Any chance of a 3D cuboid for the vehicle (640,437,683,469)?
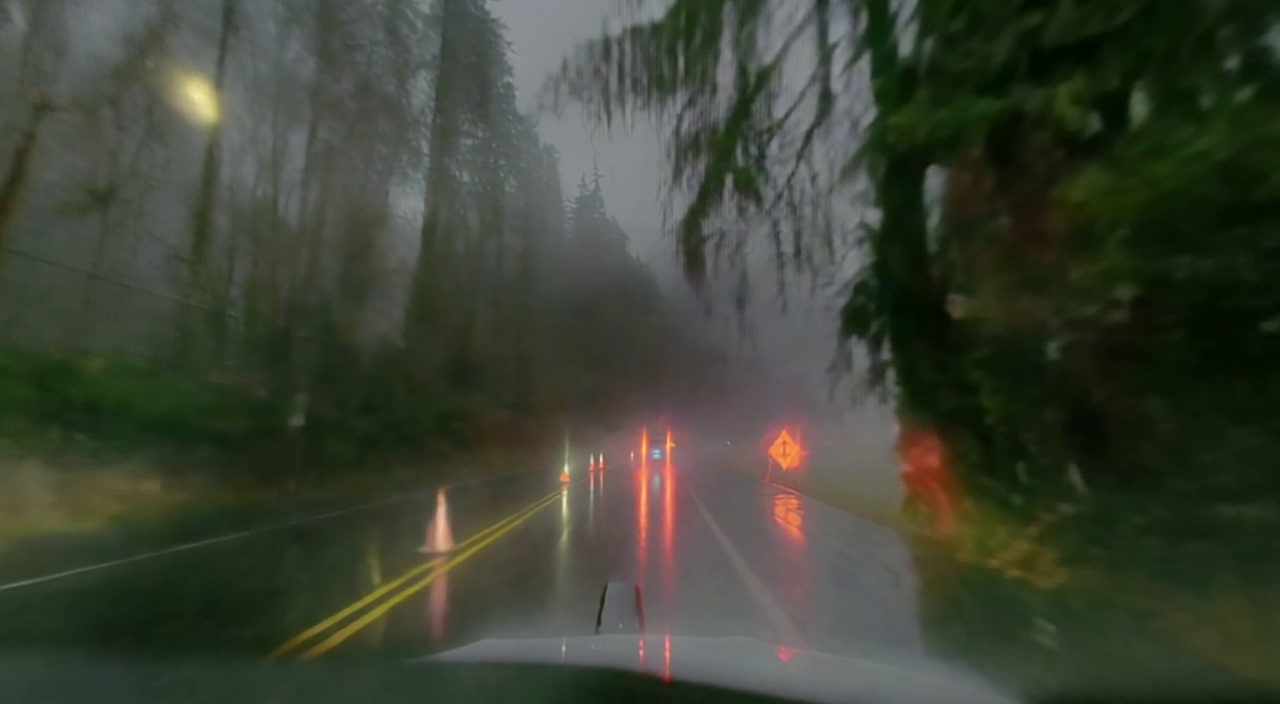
[{"bbox_3d":[1.100,5.046,31.563,2.042,1.489,3.963,0,-8,3],"label":"vehicle"}]
